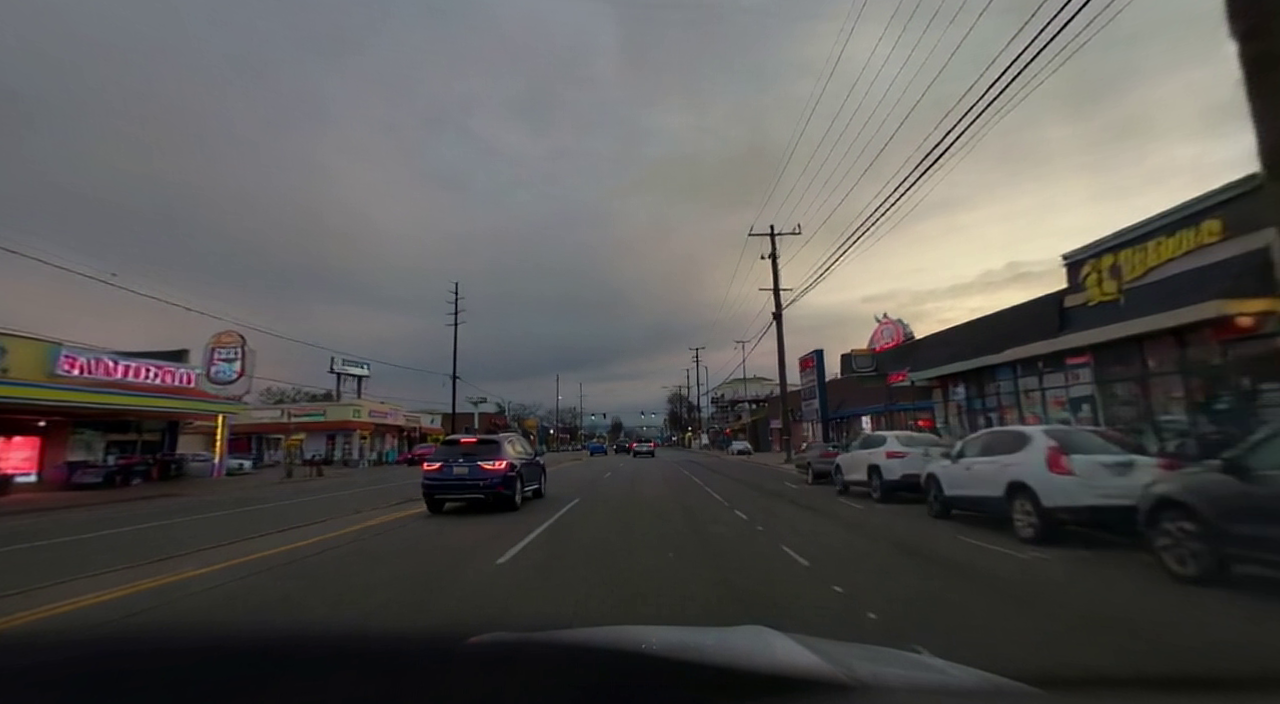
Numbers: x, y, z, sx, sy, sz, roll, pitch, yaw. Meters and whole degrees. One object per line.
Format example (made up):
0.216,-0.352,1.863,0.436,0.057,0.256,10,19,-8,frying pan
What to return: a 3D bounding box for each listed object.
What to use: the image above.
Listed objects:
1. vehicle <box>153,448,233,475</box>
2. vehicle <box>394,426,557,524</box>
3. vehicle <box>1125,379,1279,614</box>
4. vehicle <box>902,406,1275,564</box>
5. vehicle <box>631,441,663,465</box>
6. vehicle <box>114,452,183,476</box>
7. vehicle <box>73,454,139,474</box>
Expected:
-31.053,7.610,43.773,4.589,1.779,2.154,-3,-9,20,vehicle
-3.086,2.436,12.953,2.049,1.646,4.445,0,-9,1,vehicle
6.302,1.056,4.348,2.128,1.900,4.724,0,-9,1,vehicle
6.370,1.968,10.089,2.116,1.836,5.235,0,-9,0,vehicle
0.448,6.688,41.949,2.037,1.484,4.073,0,-9,0,vehicle
-35.509,8.052,45.478,4.731,1.511,1.768,-5,-7,22,vehicle
-39.988,8.366,47.206,4.129,1.442,1.732,-3,-9,18,vehicle
